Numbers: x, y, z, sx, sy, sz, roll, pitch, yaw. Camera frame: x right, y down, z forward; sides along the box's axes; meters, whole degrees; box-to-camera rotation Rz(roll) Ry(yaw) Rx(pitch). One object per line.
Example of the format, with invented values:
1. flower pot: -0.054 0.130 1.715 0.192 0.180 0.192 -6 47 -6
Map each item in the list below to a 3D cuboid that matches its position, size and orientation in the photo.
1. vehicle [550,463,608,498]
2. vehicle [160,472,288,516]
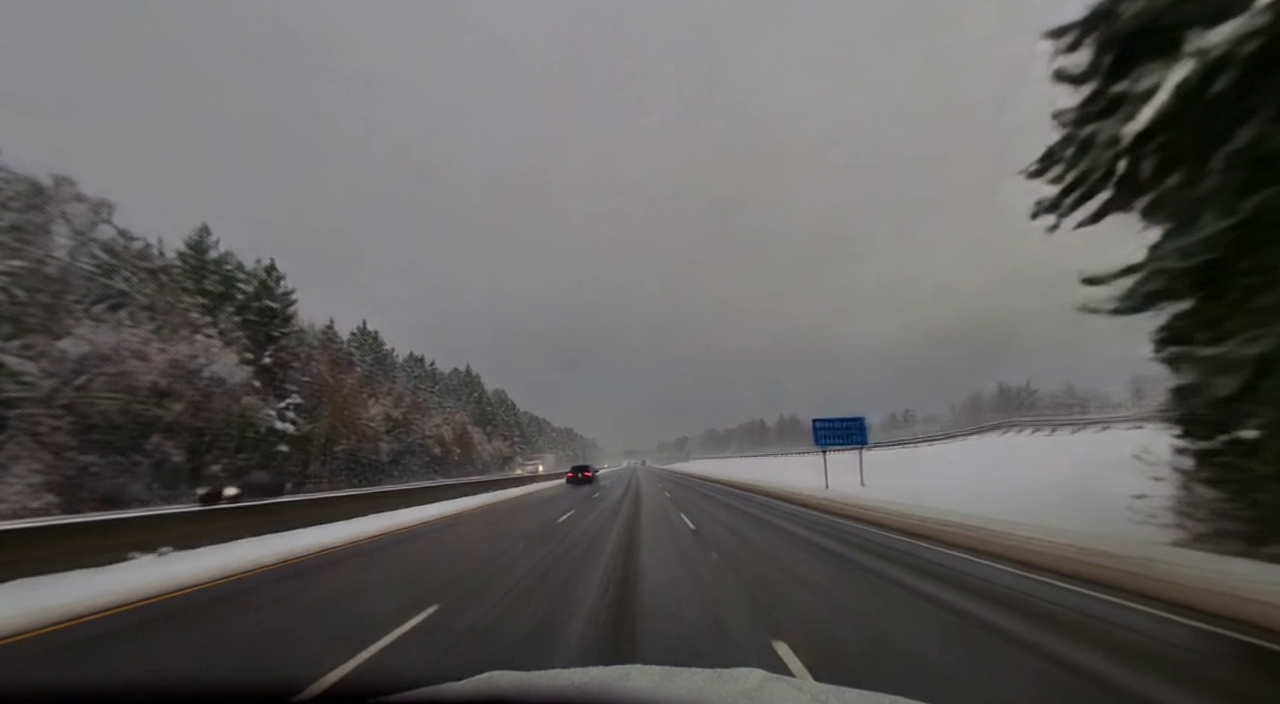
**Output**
1. vehicle: -2.707 5.889 29.120 2.183 1.435 4.653 0 -10 1
2. vehicle: -16.440 5.625 25.251 1.887 1.517 4.752 1 -10 -1
